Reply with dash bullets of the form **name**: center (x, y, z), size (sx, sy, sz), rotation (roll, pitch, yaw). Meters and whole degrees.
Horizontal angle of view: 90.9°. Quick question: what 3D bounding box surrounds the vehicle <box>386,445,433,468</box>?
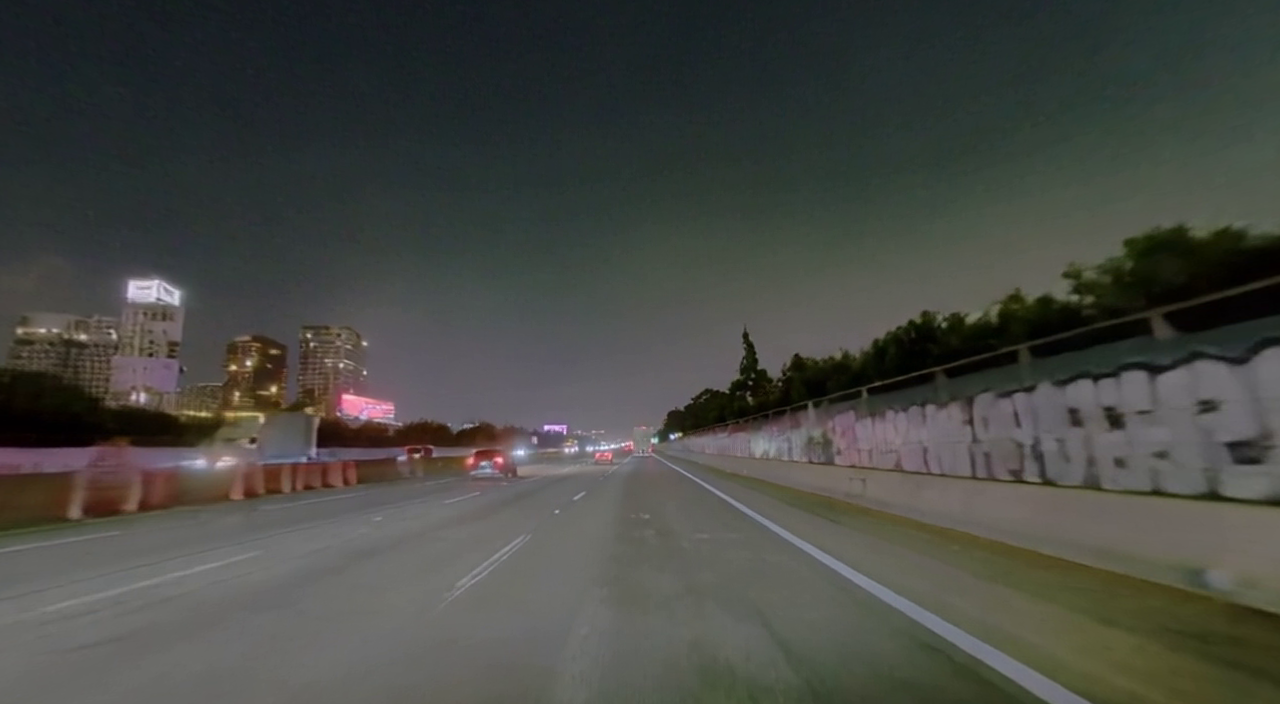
- **vehicle**: center (-18.169, 8.261, 49.829), size (1.989, 1.732, 4.444), rotation (0, -9, 1)

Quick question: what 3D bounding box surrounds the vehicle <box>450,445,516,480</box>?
- **vehicle**: center (-6.746, 4.778, 27.391), size (2.027, 1.431, 3.033), rotation (0, -9, 0)

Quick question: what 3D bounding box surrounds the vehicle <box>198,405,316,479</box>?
- **vehicle**: center (-22.090, 5.296, 36.833), size (2.933, 3.916, 5.954), rotation (0, -9, 0)
